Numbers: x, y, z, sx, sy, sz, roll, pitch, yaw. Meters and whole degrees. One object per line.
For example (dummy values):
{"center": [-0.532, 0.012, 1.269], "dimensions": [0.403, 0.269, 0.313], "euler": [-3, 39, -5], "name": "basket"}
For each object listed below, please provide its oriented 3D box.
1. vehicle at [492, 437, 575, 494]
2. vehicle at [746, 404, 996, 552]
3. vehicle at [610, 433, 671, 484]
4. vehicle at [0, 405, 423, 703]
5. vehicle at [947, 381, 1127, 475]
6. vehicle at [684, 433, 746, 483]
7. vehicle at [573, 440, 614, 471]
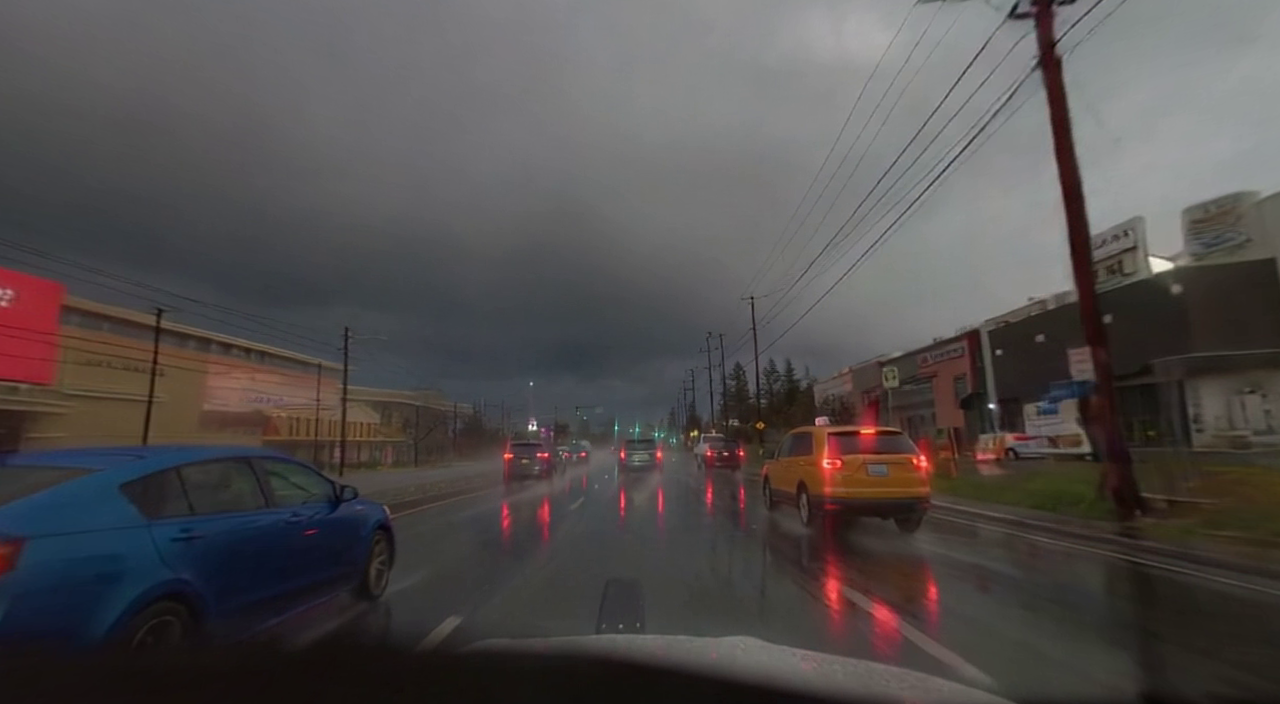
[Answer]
{"center": [-3.358, 3.654, 20.700], "dimensions": [2.051, 1.671, 3.861], "euler": [0, -8, 0], "name": "vehicle"}
{"center": [3.407, 1.996, 10.708], "dimensions": [2.282, 1.897, 4.915], "euler": [0, -8, -1], "name": "vehicle"}
{"center": [-0.013, 4.357, 26.170], "dimensions": [2.326, 1.925, 4.253], "euler": [0, -8, -1], "name": "vehicle"}
{"center": [-3.230, 1.233, 4.138], "dimensions": [2.022, 1.498, 4.471], "euler": [0, -8, 0], "name": "vehicle"}
{"center": [12.570, 2.551, 20.651], "dimensions": [2.477, 2.665, 5.203], "euler": [0, -8, 1], "name": "vehicle"}
{"center": [3.082, 4.445, 26.752], "dimensions": [2.026, 1.904, 4.102], "euler": [0, -8, -1], "name": "vehicle"}
{"center": [-3.088, 7.076, 43.458], "dimensions": [2.405, 2.009, 5.909], "euler": [0, -8, 0], "name": "vehicle"}
